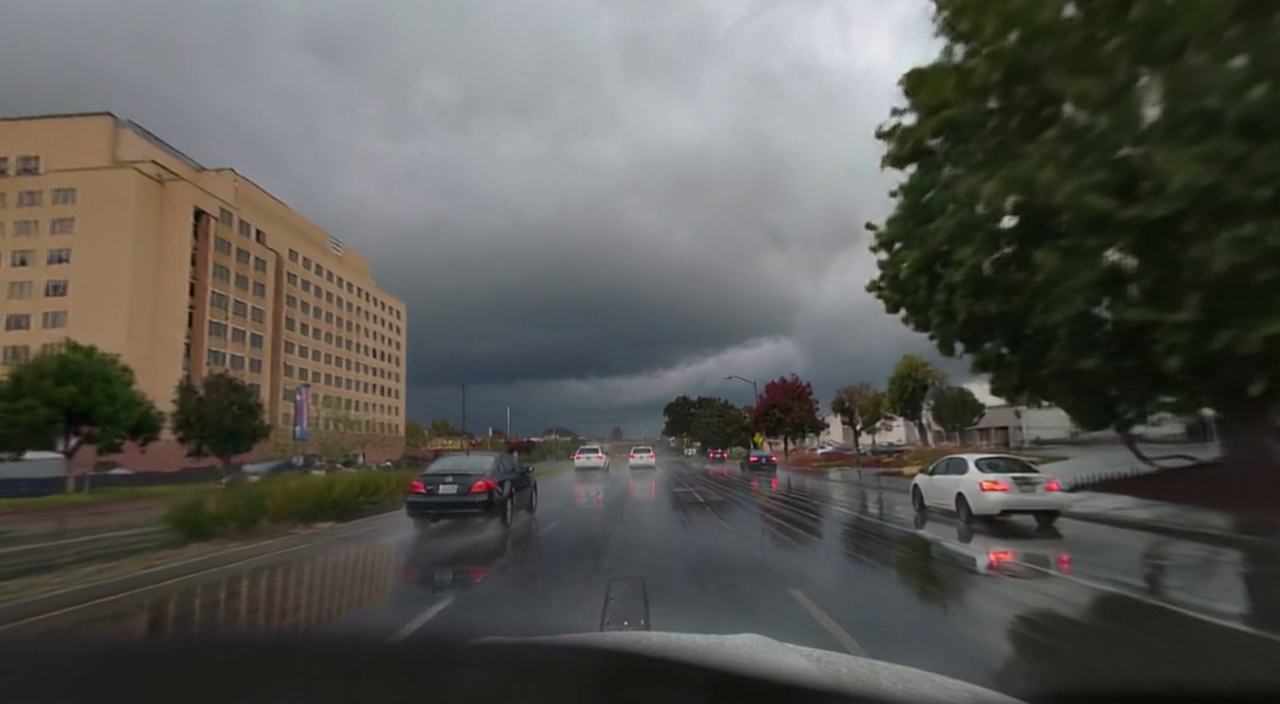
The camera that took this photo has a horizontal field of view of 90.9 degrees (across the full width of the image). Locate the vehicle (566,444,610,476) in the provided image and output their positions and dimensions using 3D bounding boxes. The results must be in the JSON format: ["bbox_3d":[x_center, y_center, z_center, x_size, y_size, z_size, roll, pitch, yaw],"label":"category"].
[{"bbox_3d":[-3.009,6.398,37.621,2.117,1.799,4.442,0,-9,2],"label":"vehicle"}]

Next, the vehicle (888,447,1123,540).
[{"bbox_3d":[6.768,2.620,12.430,1.865,1.458,4.605,0,-9,0],"label":"vehicle"}]

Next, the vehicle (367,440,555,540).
[{"bbox_3d":[-3.006,2.436,11.772,2.095,1.486,4.411,0,-9,2],"label":"vehicle"}]

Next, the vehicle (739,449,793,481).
[{"bbox_3d":[6.108,5.503,30.995,1.884,1.458,4.245,0,-9,2],"label":"vehicle"}]

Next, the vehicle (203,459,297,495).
[{"bbox_3d":[-20.388,6.529,33.245,2.014,1.663,4.472,0,-9,1],"label":"vehicle"}]

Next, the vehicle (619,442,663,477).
[{"bbox_3d":[0.076,6.066,35.734,2.304,1.795,4.526,0,-9,1],"label":"vehicle"}]
